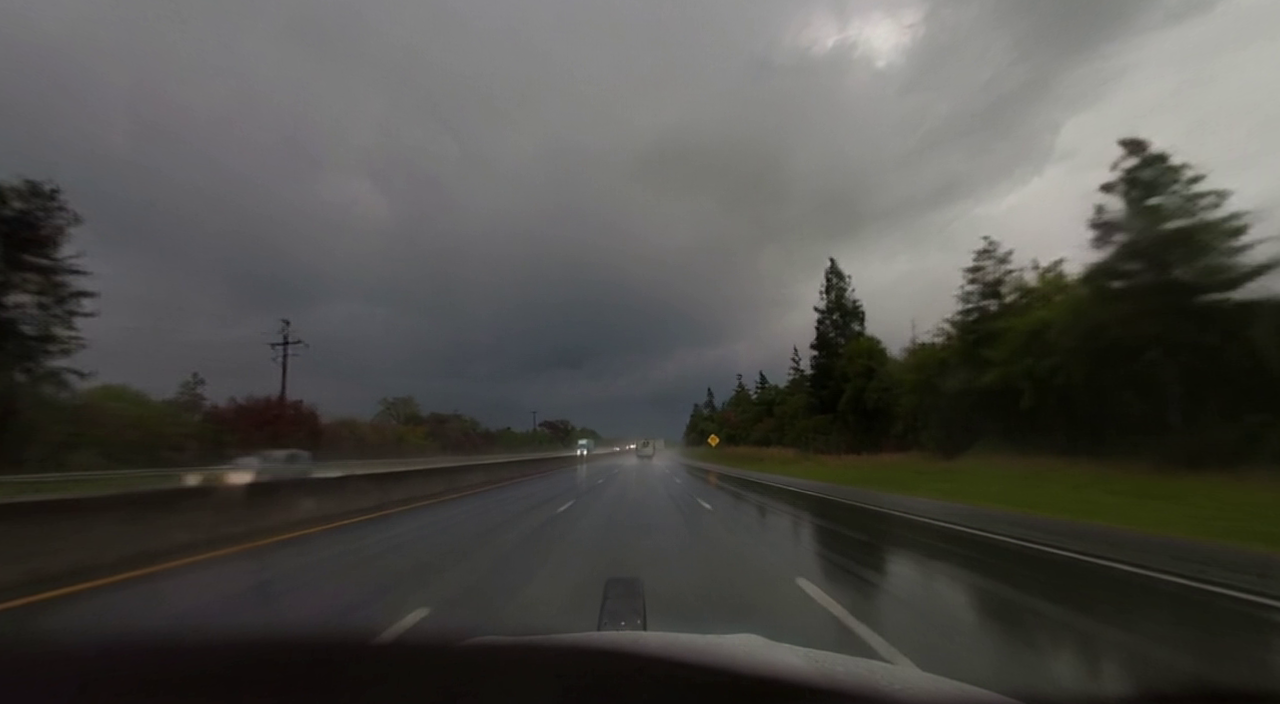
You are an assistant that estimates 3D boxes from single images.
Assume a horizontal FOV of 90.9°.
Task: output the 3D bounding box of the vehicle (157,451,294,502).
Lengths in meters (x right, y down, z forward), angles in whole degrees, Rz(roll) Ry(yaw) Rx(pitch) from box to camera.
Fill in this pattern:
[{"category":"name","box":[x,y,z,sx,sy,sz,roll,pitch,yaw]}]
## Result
[{"category":"vehicle","box":[-14.607,4.373,22.560,1.903,1.595,4.306,0,-9,1]}]
